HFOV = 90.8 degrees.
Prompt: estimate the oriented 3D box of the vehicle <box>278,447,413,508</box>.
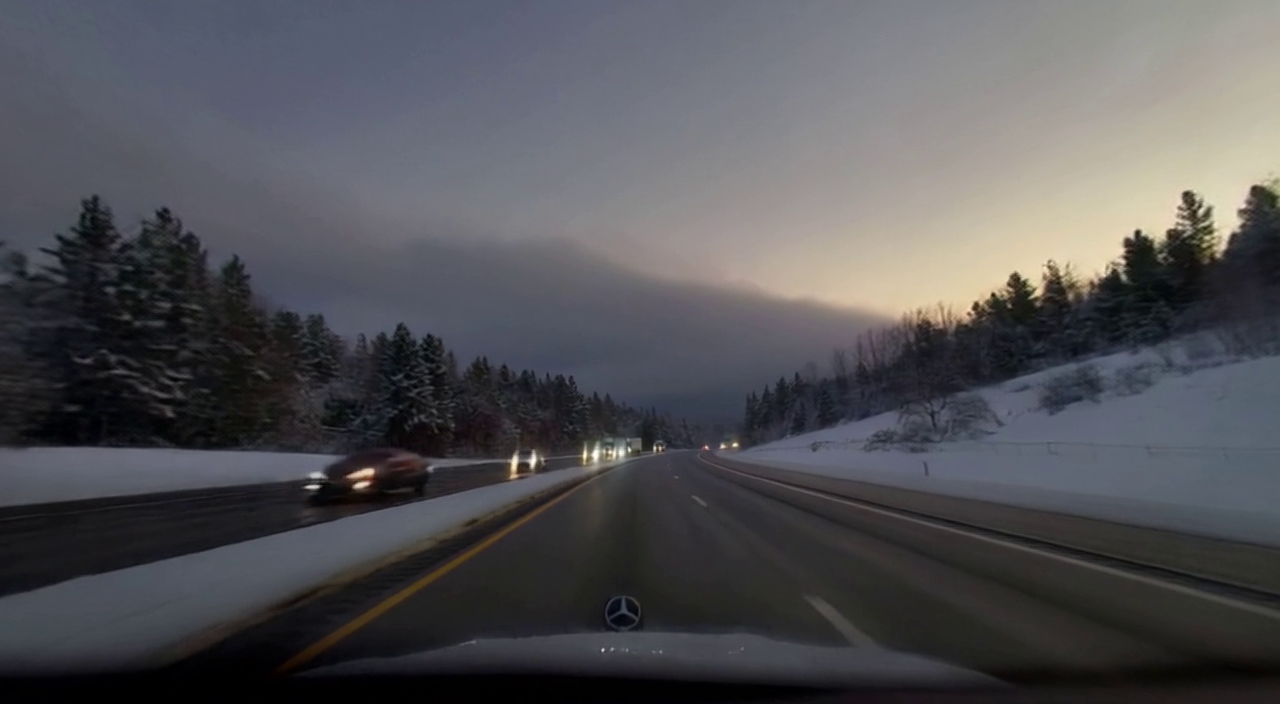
[{"bbox_3d":[-9.100,3.870,20.027,1.956,1.670,4.696,0,-9,1],"label":"vehicle"}]
